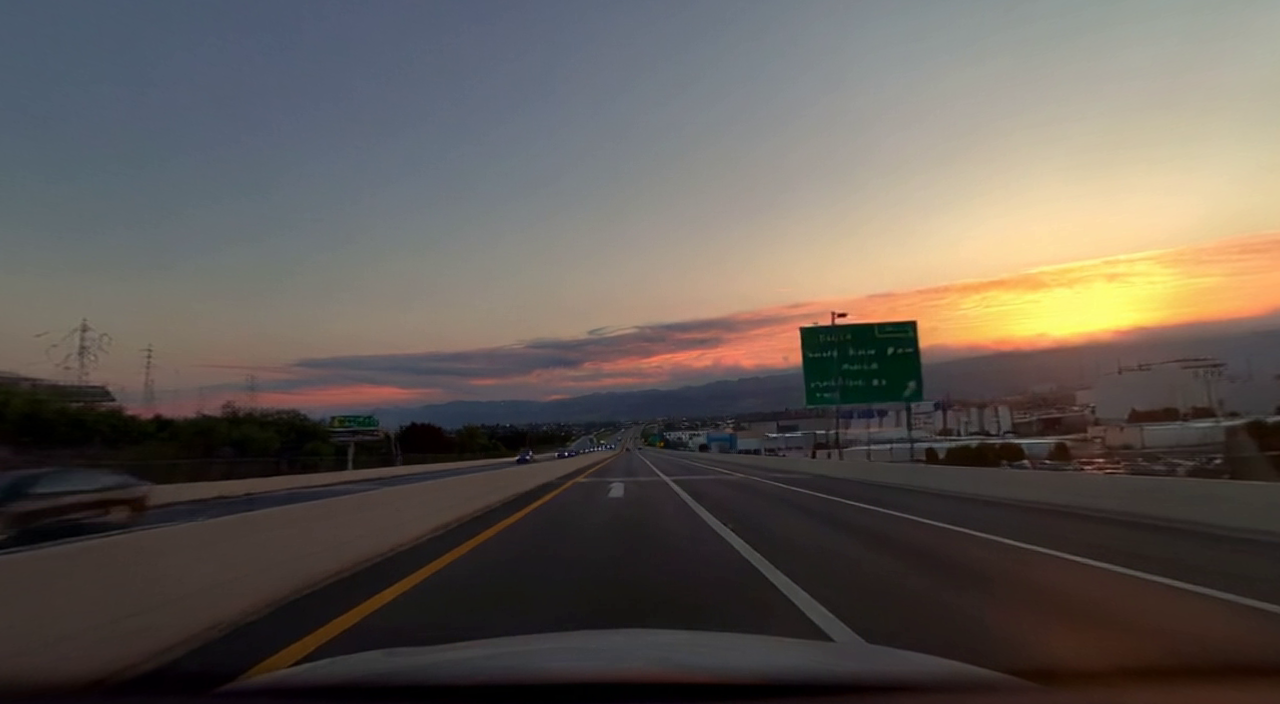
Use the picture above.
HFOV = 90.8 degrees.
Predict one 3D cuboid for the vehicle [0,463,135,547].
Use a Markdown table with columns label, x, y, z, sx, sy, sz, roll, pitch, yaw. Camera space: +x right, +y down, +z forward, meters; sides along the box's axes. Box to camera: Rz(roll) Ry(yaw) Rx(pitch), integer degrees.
| label | x | y | z | sx | sy | sz | roll | pitch | yaw |
| --- | --- | --- | --- | --- | --- | --- | --- | --- | --- |
| vehicle | -12.869 | 2.997 | 12.501 | 1.959 | 1.465 | 4.601 | 0 | -9 | -1 |
